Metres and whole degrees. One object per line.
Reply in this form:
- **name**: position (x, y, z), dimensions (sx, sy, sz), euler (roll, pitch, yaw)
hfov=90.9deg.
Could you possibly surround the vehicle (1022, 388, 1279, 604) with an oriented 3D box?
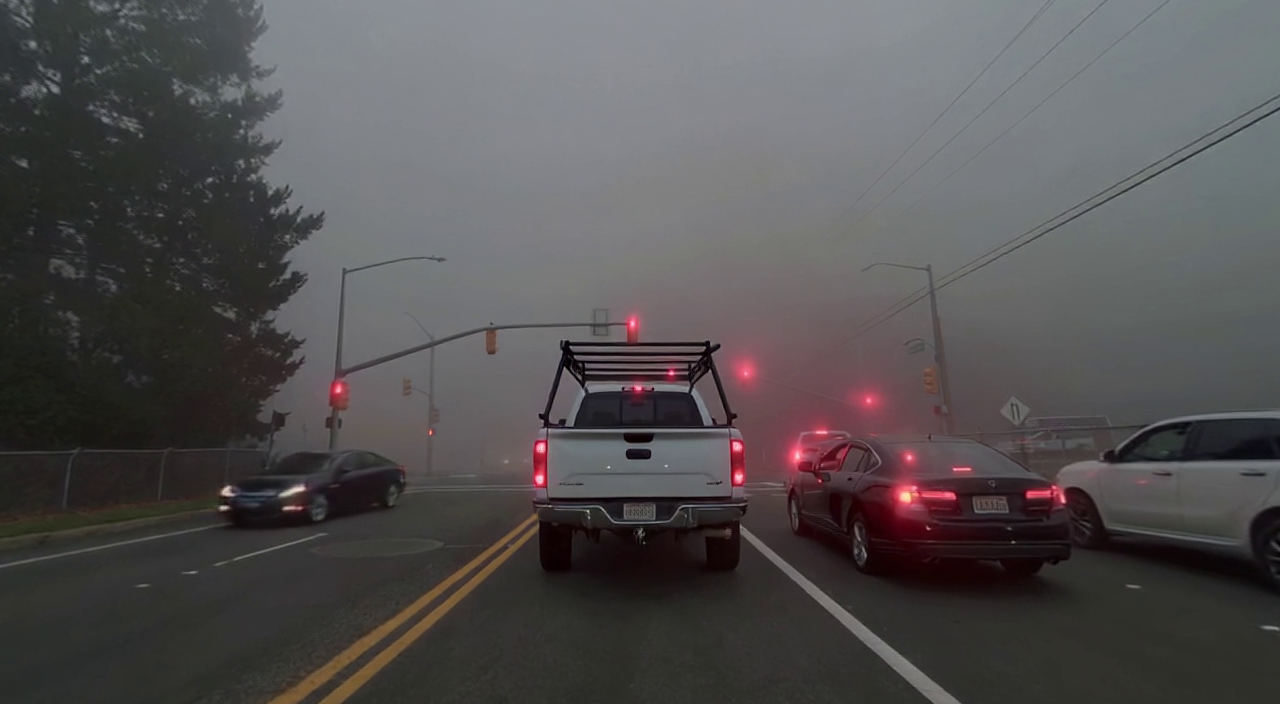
- **vehicle**: position (6.154, 1.338, 6.272), dimensions (1.982, 1.727, 4.352), euler (0, -8, 1)

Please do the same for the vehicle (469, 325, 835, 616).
- **vehicle**: position (0.112, 1.361, 8.079), dimensions (2.831, 2.284, 6.149), euler (0, -8, 0)

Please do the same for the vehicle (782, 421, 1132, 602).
- **vehicle**: position (3.118, 1.637, 7.362), dimensions (1.993, 1.495, 4.060), euler (0, -8, 1)

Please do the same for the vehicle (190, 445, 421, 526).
- **vehicle**: position (-7.694, 3.073, 15.319), dimensions (2.378, 1.611, 5.046), euler (-1, -9, 8)
